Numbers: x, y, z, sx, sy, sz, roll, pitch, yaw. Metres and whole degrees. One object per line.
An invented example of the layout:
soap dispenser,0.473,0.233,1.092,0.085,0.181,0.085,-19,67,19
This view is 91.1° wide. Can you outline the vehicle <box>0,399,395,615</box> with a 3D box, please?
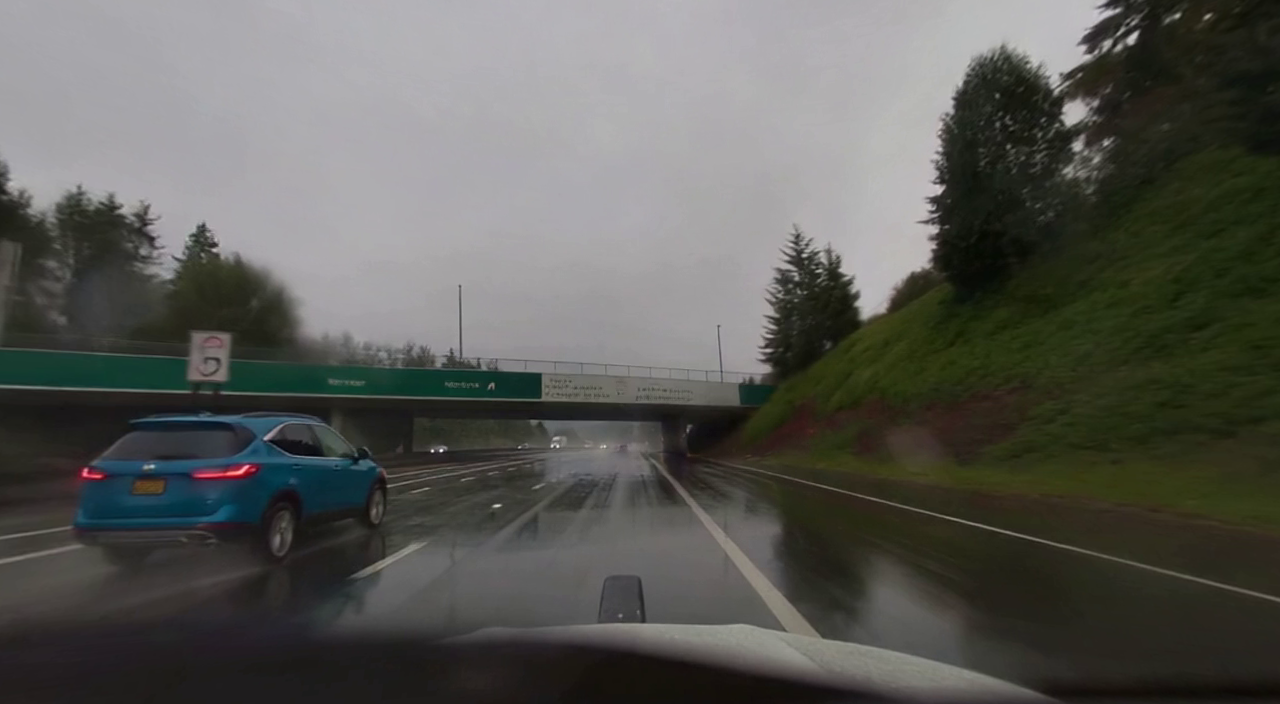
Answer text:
vehicle,-4.706,1.511,7.112,2.125,1.662,4.336,0,-8,0
